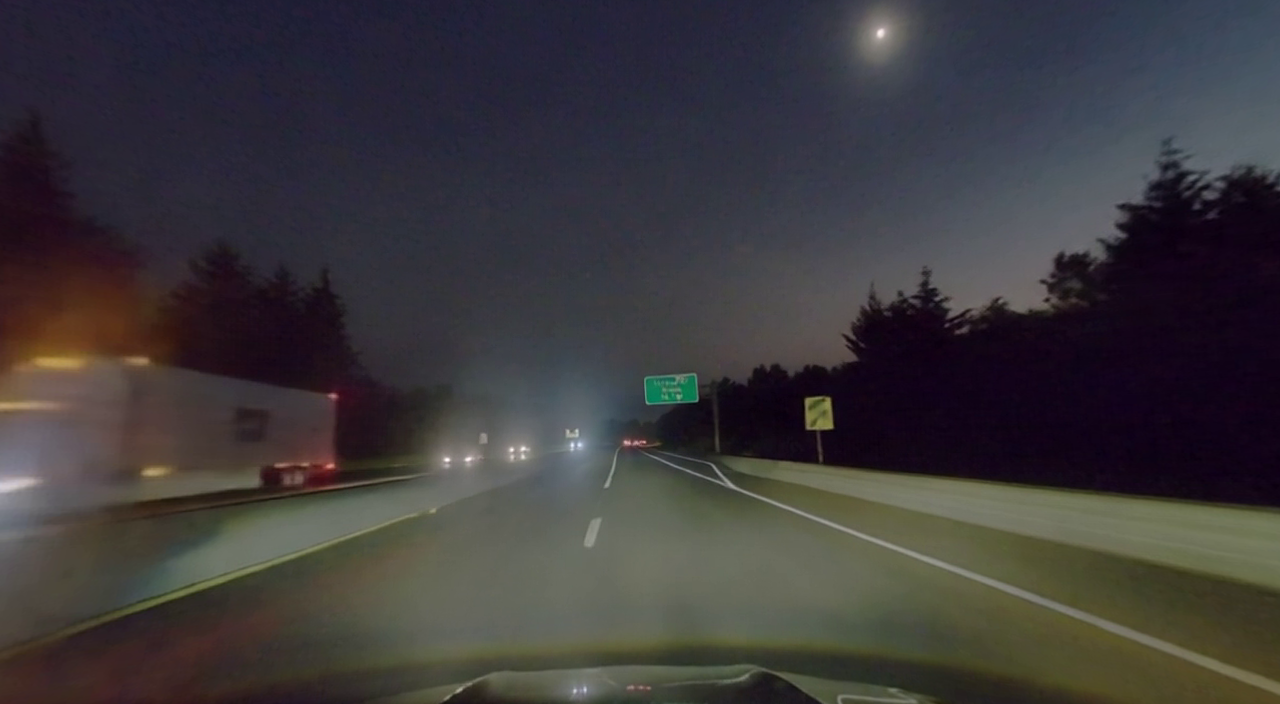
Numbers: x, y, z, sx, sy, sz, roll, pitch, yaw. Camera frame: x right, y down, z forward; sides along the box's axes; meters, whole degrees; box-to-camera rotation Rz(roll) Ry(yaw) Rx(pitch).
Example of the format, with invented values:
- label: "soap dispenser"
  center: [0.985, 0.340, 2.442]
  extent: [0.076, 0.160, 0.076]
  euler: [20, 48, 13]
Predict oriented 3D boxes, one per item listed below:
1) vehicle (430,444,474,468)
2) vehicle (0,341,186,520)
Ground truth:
- label: "vehicle"
  center: [-12.634, 7.029, 42.697]
  extent: [1.847, 1.481, 4.216]
  euler: [0, -9, -3]
- label: "vehicle"
  center: [-15.725, 2.151, 16.641]
  extent: [2.968, 3.954, 5.903]
  euler: [0, -9, -2]
